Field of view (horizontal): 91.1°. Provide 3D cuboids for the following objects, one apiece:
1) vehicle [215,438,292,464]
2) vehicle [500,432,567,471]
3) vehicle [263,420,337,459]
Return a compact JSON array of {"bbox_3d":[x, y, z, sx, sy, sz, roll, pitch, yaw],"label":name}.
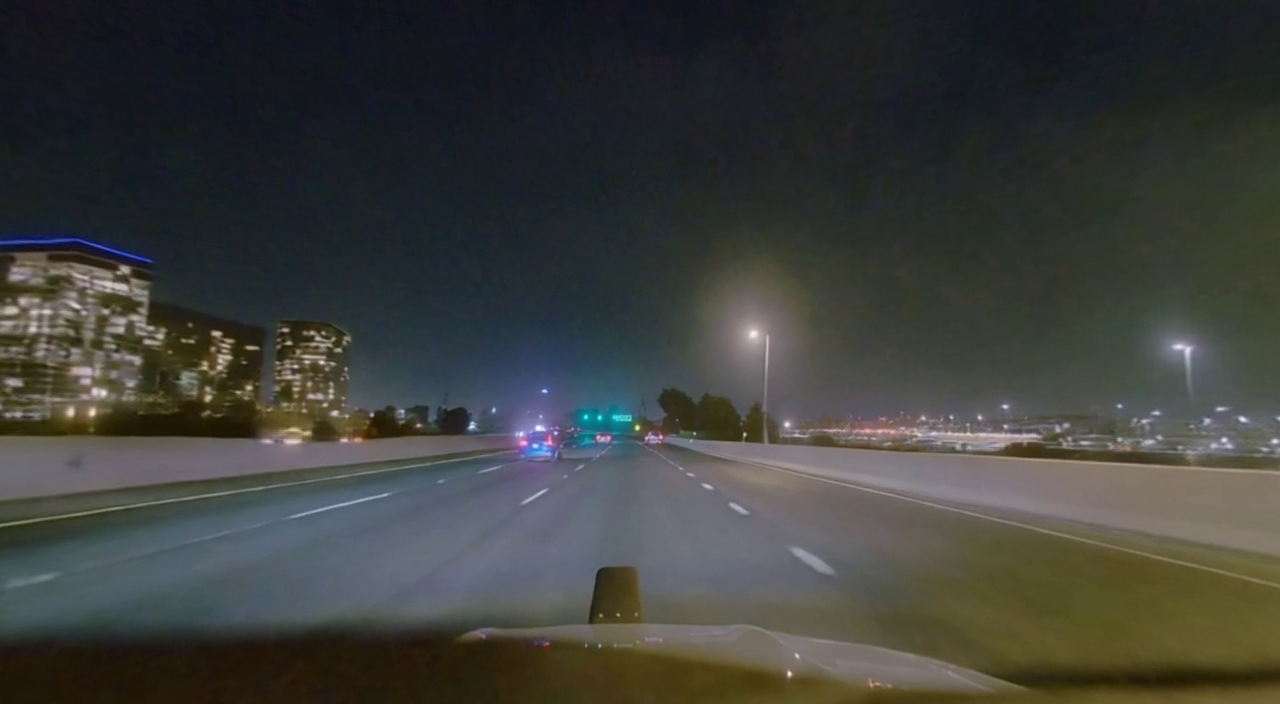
[{"bbox_3d":[-24.939,6.399,40.769,1.863,1.561,4.871,0,-8,0],"label":"vehicle"},{"bbox_3d":[-4.351,4.141,26.435,1.996,1.490,4.571,0,-8,0],"label":"vehicle"},{"bbox_3d":[-25.095,6.500,46.725,2.452,2.744,5.443,0,-8,-1],"label":"vehicle"}]
